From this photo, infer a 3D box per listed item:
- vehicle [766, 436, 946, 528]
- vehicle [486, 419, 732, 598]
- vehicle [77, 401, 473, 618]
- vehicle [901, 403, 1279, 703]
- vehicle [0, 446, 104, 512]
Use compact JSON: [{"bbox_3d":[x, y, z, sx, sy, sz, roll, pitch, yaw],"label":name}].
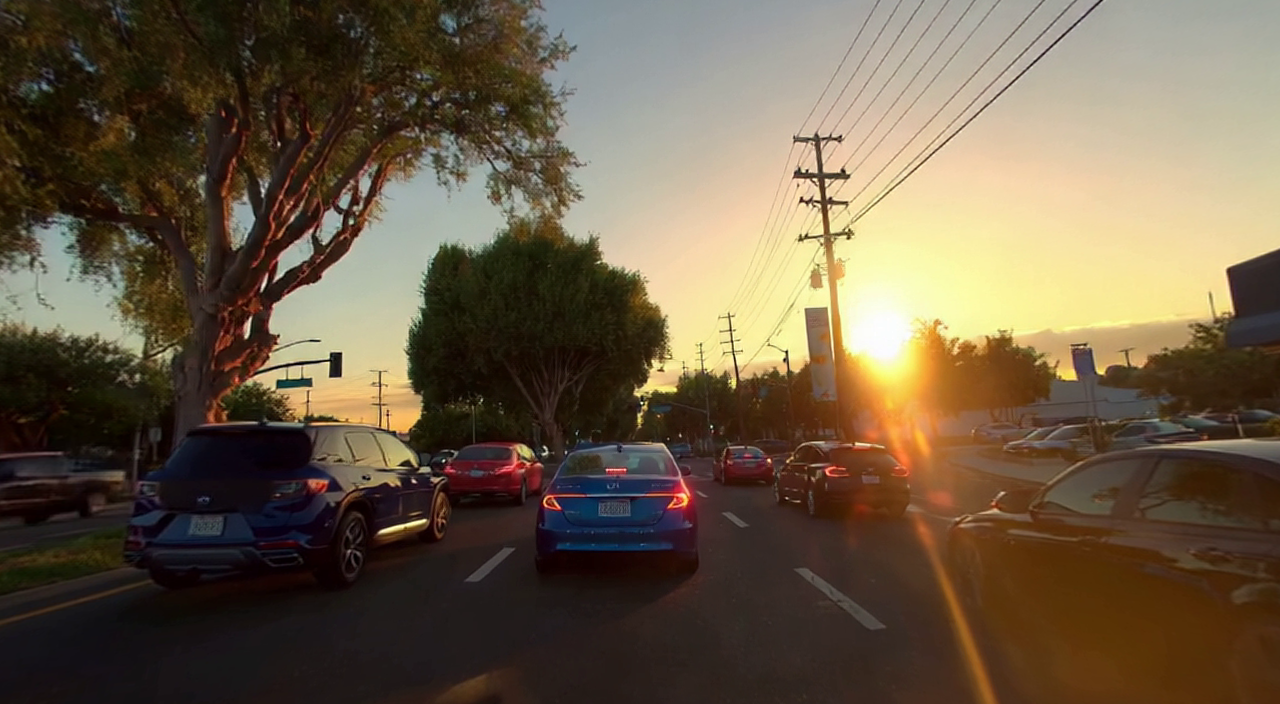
[{"bbox_3d":[3.933,2.427,12.412,1.909,1.473,4.361,0,-9,-1],"label":"vehicle"},{"bbox_3d":[-0.324,1.631,7.397,2.097,1.511,3.809,0,-9,-2],"label":"vehicle"},{"bbox_3d":[-3.453,1.556,7.185,1.979,1.697,4.254,0,-9,-1],"label":"vehicle"},{"bbox_3d":[3.661,1.185,4.139,1.929,1.479,4.723,0,-9,1],"label":"vehicle"},{"bbox_3d":[-20.580,4.084,20.662,1.883,2.020,4.700,0,-8,1],"label":"vehicle"}]
